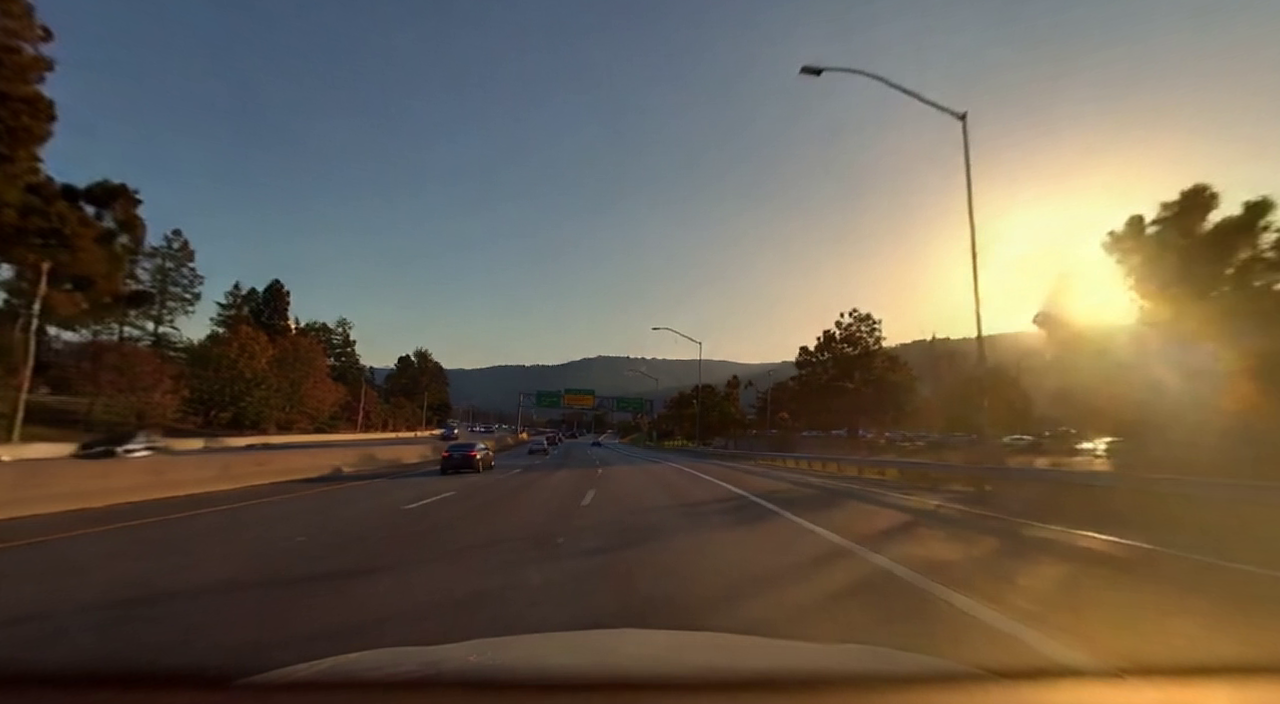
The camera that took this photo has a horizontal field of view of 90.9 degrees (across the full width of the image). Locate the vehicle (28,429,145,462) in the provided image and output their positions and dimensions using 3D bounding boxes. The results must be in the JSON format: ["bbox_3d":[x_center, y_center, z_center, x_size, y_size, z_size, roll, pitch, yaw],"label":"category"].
[{"bbox_3d":[-26.803,4.569,30.772,1.857,1.473,4.376,0,-8,-2],"label":"vehicle"}]

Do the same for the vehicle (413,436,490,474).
[{"bbox_3d":[-7.952,4.373,27.113,2.025,1.494,4.495,0,-8,-2],"label":"vehicle"}]
